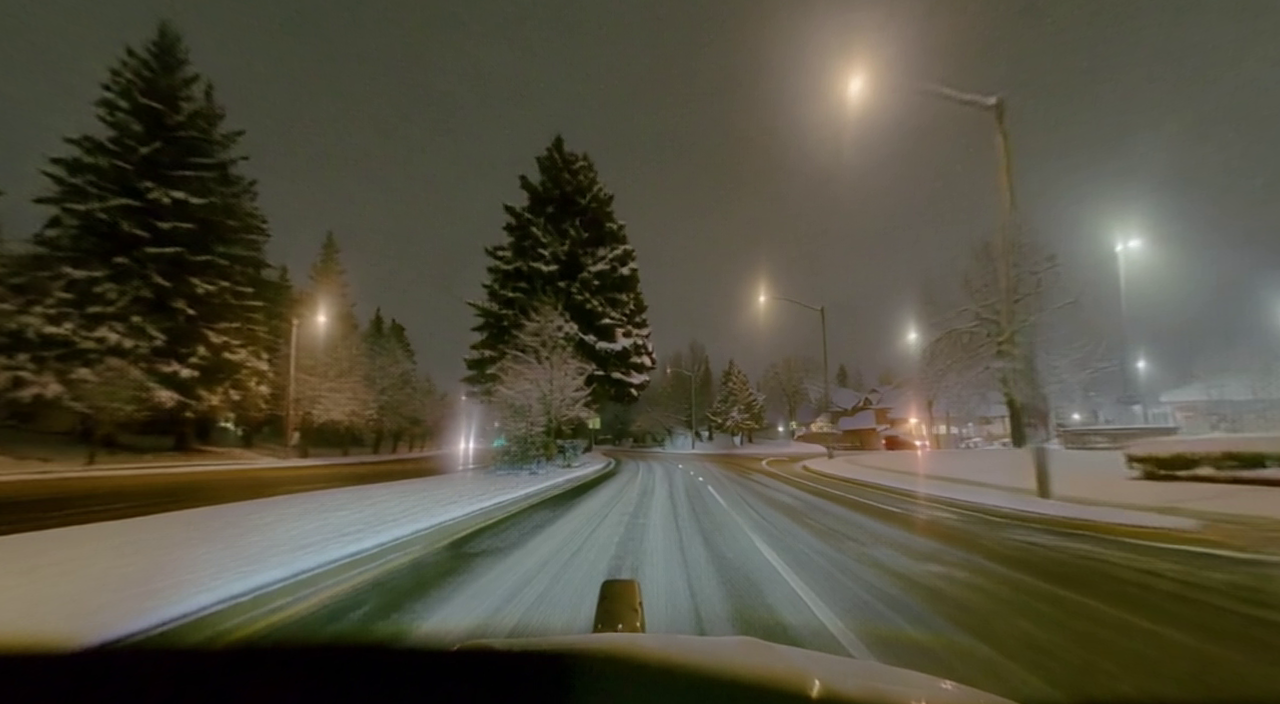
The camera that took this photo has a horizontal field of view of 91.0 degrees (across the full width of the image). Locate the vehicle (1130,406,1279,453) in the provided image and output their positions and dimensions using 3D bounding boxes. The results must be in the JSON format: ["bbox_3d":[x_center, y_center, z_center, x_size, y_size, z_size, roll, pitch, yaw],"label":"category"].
[{"bbox_3d":[30.109,4.102,32.727,2.569,2.236,6.684,7,-11,-38],"label":"vehicle"}]
